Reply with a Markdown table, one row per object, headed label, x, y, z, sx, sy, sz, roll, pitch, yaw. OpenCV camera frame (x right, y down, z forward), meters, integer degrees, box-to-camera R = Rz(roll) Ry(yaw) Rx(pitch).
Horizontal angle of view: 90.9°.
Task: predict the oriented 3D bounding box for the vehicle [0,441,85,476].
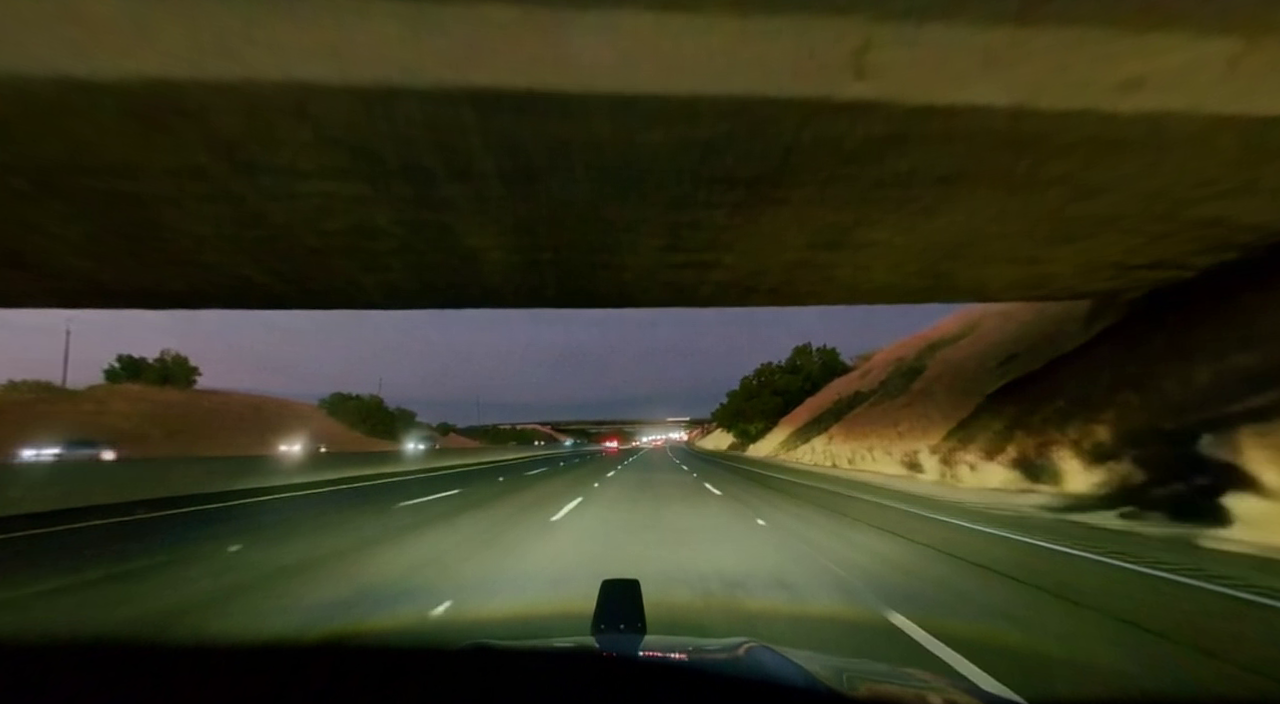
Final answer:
| label | x | y | z | sx | sy | sz | roll | pitch | yaw |
| --- | --- | --- | --- | --- | --- | --- | --- | --- | --- |
| vehicle | -28.250 | 4.773 | 28.528 | 1.861 | 1.478 | 4.806 | 0 | -9 | 0 |

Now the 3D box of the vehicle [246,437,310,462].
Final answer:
| label | x | y | z | sx | sy | sz | roll | pitch | yaw |
| --- | --- | --- | --- | --- | --- | --- | --- | --- | --- |
| vehicle | -28.055 | 7.577 | 49.052 | 1.986 | 1.769 | 4.812 | 0 | -9 | 1 |
